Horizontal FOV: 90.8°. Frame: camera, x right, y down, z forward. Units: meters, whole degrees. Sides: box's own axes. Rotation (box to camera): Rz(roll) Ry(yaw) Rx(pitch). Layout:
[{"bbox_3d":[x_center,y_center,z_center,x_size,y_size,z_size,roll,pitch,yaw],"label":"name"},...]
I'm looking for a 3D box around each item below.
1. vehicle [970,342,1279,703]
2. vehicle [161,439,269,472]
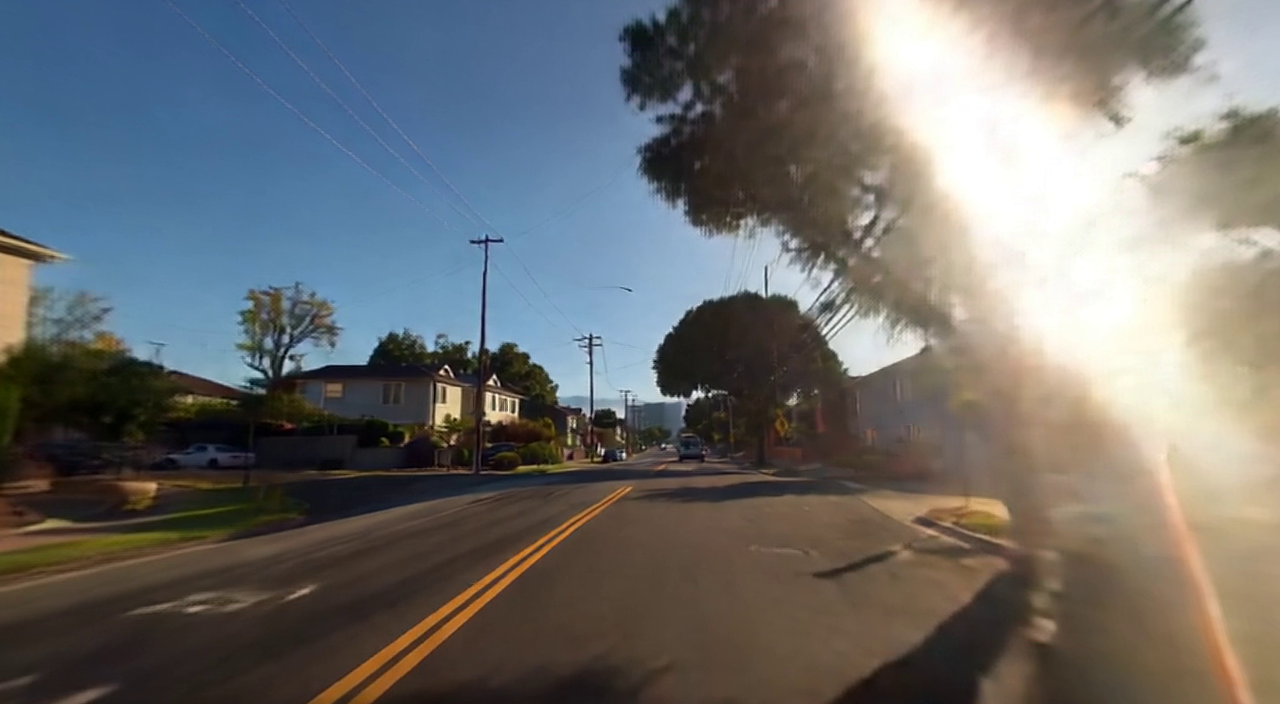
[{"bbox_3d":[3.852,0.954,3.191,2.070,1.847,4.457,0,-8,2],"label":"vehicle"},{"bbox_3d":[-21.077,5.139,31.424,3.918,1.577,1.972,0,-8,1],"label":"vehicle"}]
